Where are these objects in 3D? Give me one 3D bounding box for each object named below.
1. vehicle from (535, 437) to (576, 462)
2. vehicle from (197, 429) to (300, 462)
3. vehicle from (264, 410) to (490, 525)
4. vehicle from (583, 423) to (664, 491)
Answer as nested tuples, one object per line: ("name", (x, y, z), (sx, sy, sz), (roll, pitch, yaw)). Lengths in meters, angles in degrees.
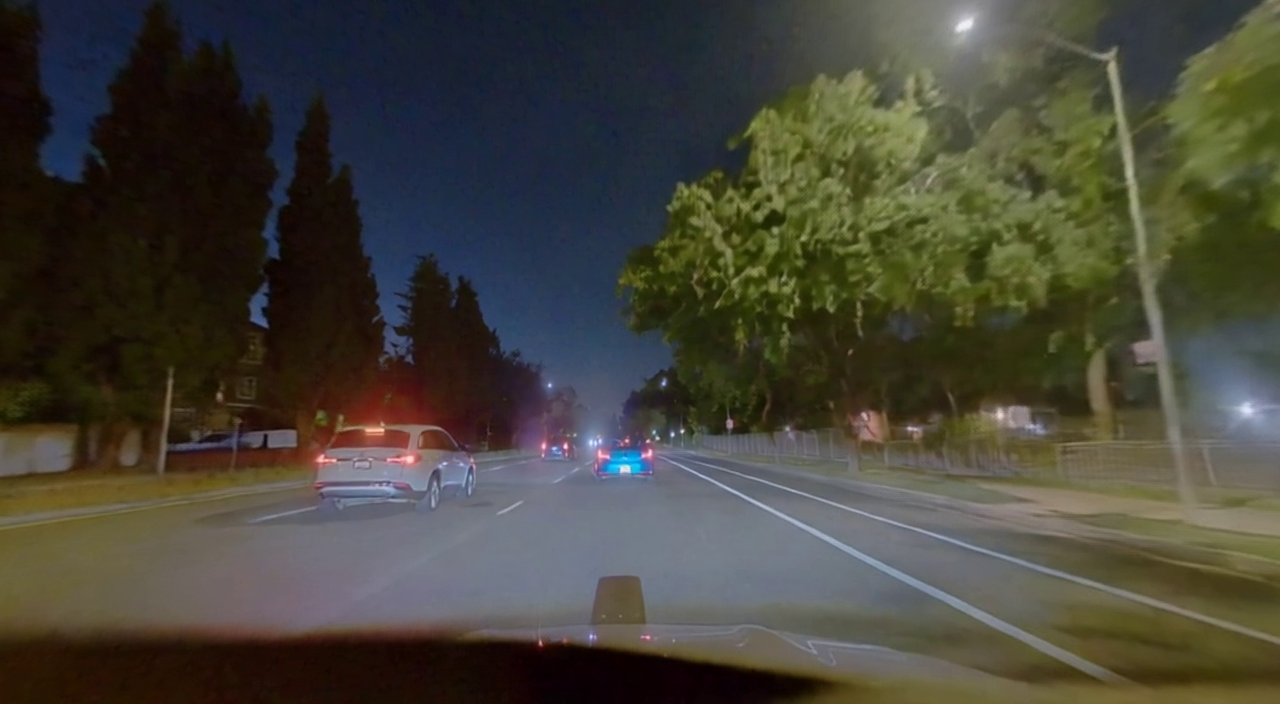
("vehicle", (-5.262, 6.115, 39.860), (2.014, 1.493, 4.658), (0, -8, -1))
("vehicle", (-25.757, 6.153, 41.727), (5.216, 2.058, 2.299), (0, -8, -1))
("vehicle", (-4.518, 2.065, 11.881), (2.243, 1.722, 4.621), (0, -8, 0))
("vehicle", (-0.482, 3.075, 18.821), (2.131, 1.761, 4.242), (0, -8, -1))
